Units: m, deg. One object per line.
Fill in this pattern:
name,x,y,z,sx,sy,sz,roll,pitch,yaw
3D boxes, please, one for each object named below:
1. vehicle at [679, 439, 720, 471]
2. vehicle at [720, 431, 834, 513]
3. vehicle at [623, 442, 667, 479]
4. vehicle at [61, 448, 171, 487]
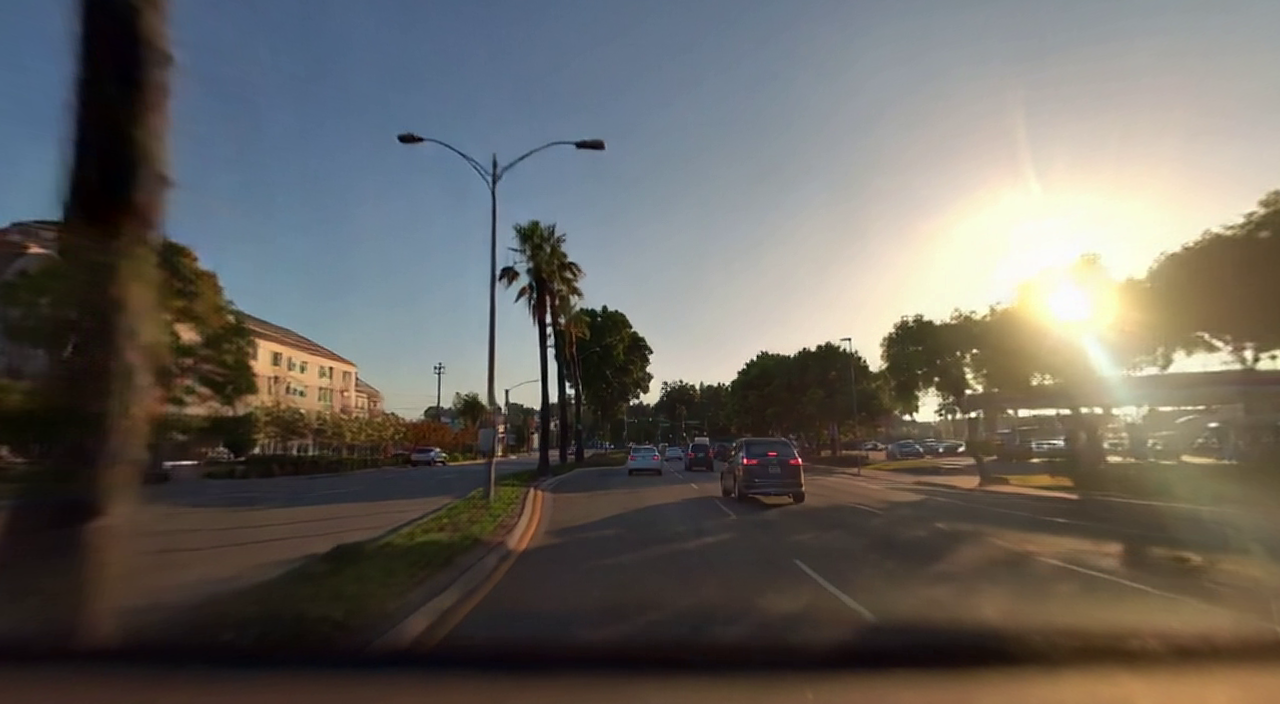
vehicle,3.853,6.749,41.426,2.154,1.975,4.634,0,-8,-1
vehicle,3.220,2.896,15.646,1.872,1.752,3.896,0,-8,-1
vehicle,0.240,5.204,30.636,1.991,1.664,3.814,0,-8,0
vehicle,-25.556,5.576,30.796,1.867,1.699,3.782,-8,-11,42
